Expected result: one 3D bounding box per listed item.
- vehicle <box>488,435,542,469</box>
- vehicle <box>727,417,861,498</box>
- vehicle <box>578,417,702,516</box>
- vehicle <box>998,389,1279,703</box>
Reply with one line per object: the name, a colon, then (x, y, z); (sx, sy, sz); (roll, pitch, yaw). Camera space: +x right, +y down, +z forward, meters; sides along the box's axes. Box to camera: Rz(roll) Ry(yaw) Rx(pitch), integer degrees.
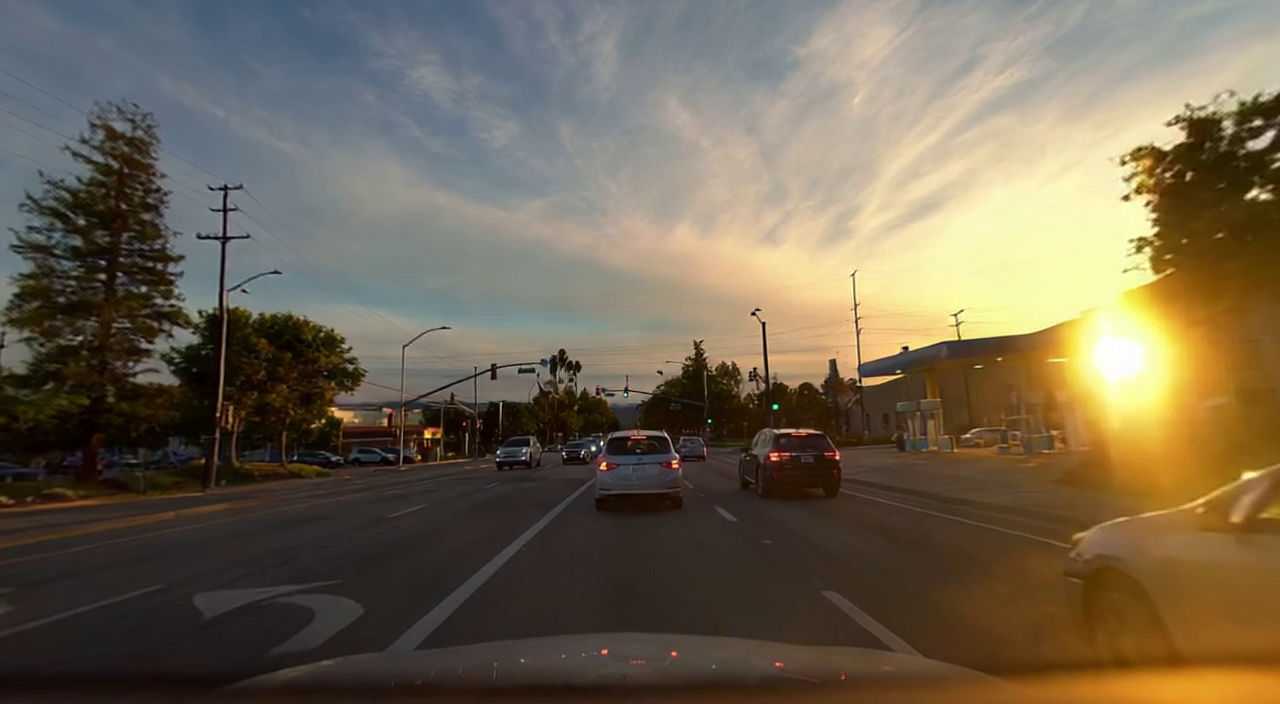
vehicle: (-6.515, 5.283, 33.529); (1.994, 1.695, 4.471); (0, -8, -1)
vehicle: (3.770, 2.715, 16.586); (2.116, 1.791, 5.006); (0, -8, -2)
vehicle: (-0.070, 2.297, 13.061); (2.164, 1.718, 3.881); (0, -8, -2)
vehicle: (3.331, 0.811, 1.892); (1.904, 1.472, 4.358); (0, -8, -1)
